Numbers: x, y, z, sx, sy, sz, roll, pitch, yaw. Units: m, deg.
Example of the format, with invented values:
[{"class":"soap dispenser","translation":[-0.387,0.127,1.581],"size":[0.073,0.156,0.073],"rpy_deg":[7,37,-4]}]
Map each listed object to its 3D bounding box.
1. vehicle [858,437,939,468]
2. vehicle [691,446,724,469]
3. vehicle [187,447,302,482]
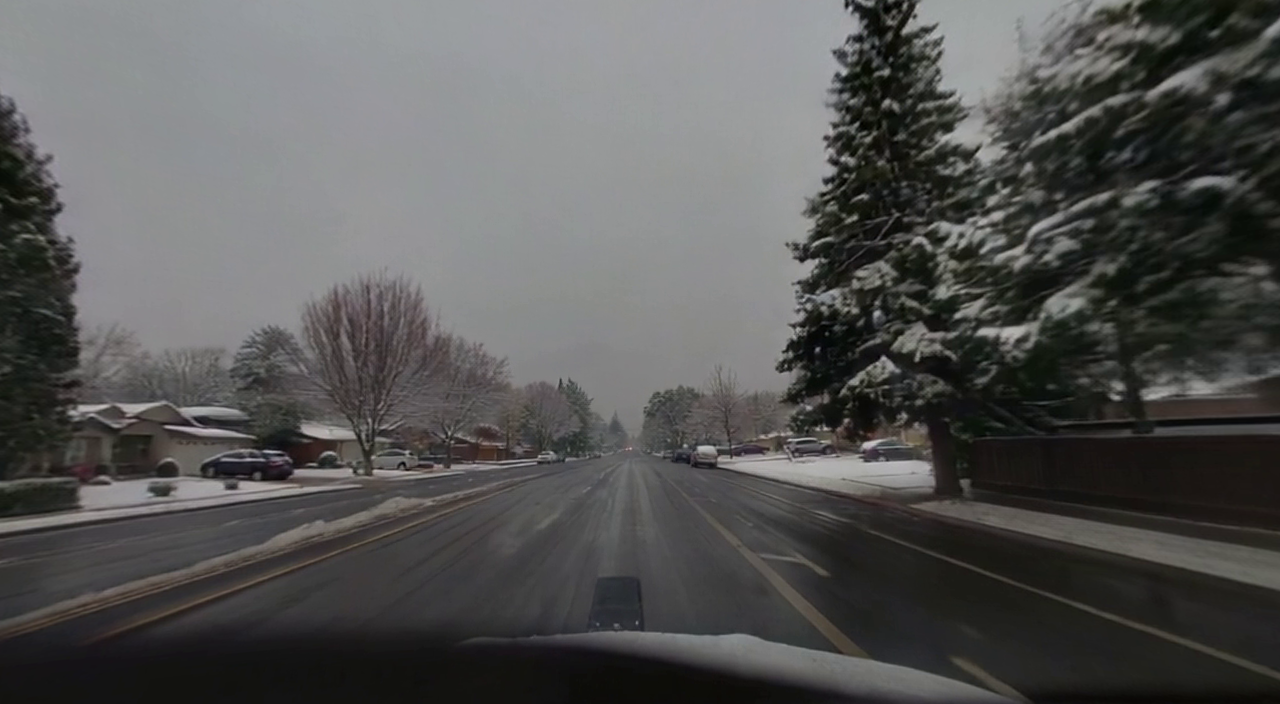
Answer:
[{"class":"vehicle","translation":[15.430,6.043,37.916],"size":[4.010,1.751,1.922],"rpy_deg":[-1,-9,3]},{"class":"vehicle","translation":[5.169,8.140,48.810],"size":[2.001,1.693,4.311],"rpy_deg":[0,-9,-1]},{"class":"vehicle","translation":[-21.954,6.245,35.231],"size":[4.889,1.822,2.159],"rpy_deg":[0,-9,-2]}]
